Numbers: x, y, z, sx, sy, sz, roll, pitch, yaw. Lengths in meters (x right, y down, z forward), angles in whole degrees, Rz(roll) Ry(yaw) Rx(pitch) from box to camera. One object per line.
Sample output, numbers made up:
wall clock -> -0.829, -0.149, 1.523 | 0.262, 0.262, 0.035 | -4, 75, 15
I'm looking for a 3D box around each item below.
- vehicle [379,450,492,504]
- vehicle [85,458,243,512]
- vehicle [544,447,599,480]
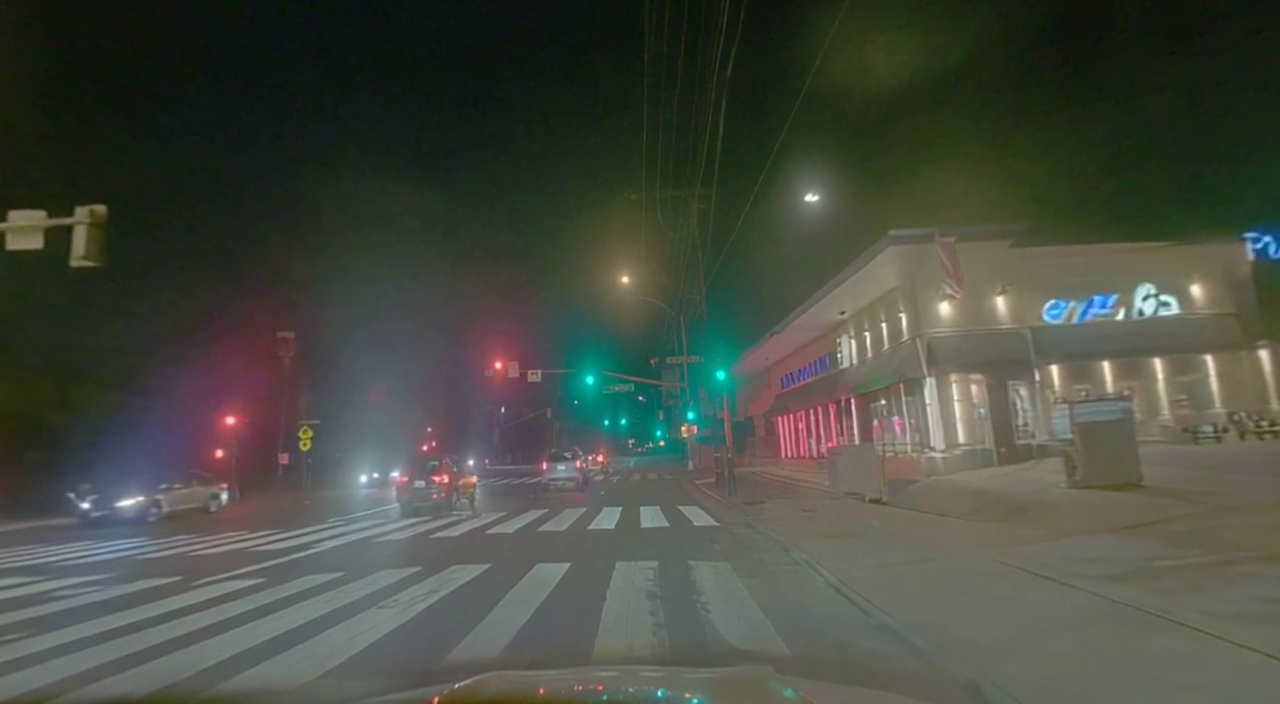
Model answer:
vehicle -> -6.308, 3.877, 20.027 | 1.960, 1.479, 4.654 | 0, -9, 1
vehicle -> -15.645, 4.465, 21.052 | 1.964, 1.485, 4.252 | -4, -12, 0
vehicle -> -3.217, 5.345, 30.532 | 2.147, 1.472, 4.406 | 0, -9, 1
